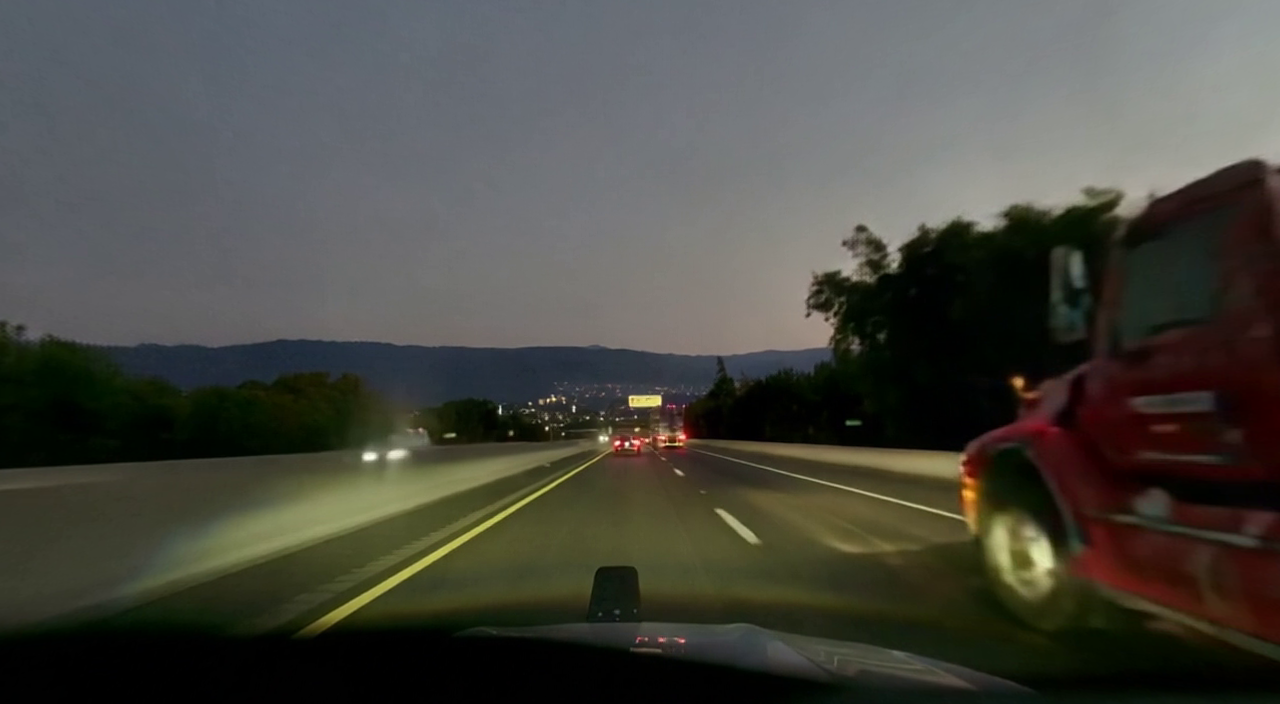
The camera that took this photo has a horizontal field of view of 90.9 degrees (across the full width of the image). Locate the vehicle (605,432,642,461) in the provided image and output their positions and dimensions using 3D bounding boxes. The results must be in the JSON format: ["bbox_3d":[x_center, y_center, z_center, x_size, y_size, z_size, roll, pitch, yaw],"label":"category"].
[{"bbox_3d":[-0.948,5.563,37.297,2.095,1.557,3.963,0,-8,-1],"label":"vehicle"}]

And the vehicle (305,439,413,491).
[{"bbox_3d":[-9.726,3.907,22.204,1.895,1.606,4.099,0,-8,0],"label":"vehicle"}]
